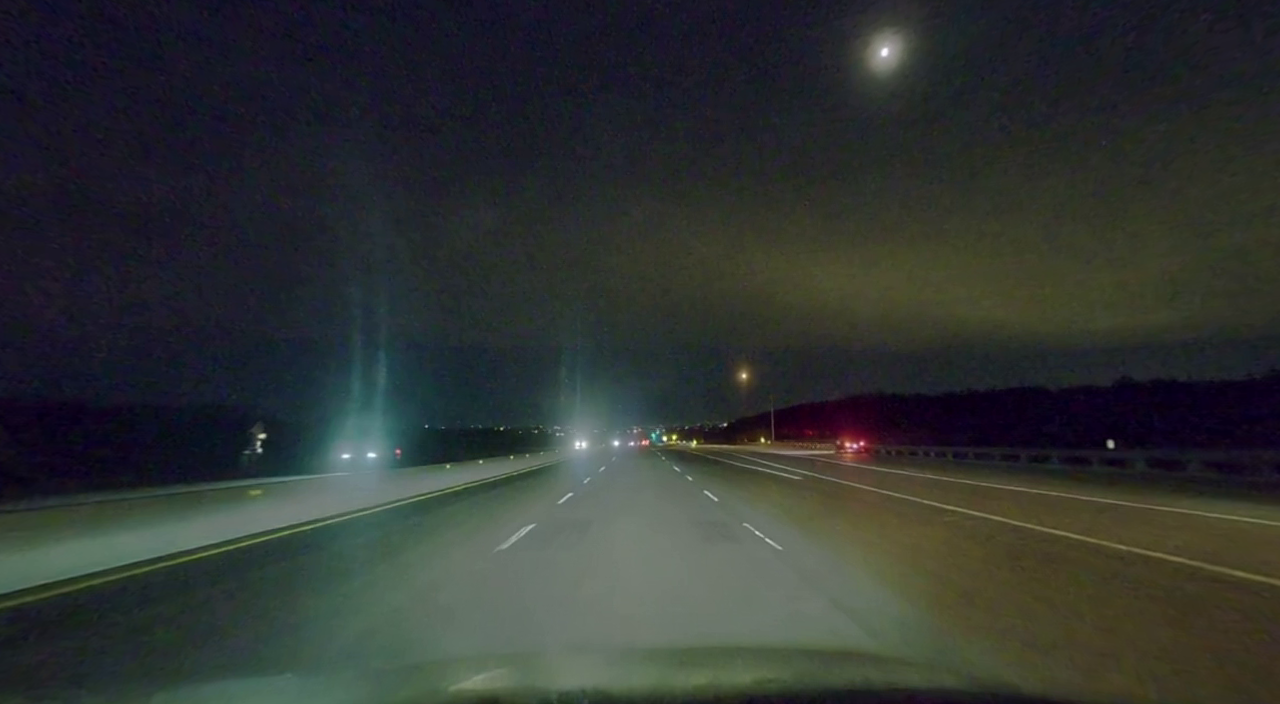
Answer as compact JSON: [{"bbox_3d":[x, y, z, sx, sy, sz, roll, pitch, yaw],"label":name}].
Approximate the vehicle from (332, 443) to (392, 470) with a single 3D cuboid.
[{"bbox_3d":[-15.984,5.998,36.404,1.828,1.439,3.737,0,-8,-1],"label":"vehicle"}]
